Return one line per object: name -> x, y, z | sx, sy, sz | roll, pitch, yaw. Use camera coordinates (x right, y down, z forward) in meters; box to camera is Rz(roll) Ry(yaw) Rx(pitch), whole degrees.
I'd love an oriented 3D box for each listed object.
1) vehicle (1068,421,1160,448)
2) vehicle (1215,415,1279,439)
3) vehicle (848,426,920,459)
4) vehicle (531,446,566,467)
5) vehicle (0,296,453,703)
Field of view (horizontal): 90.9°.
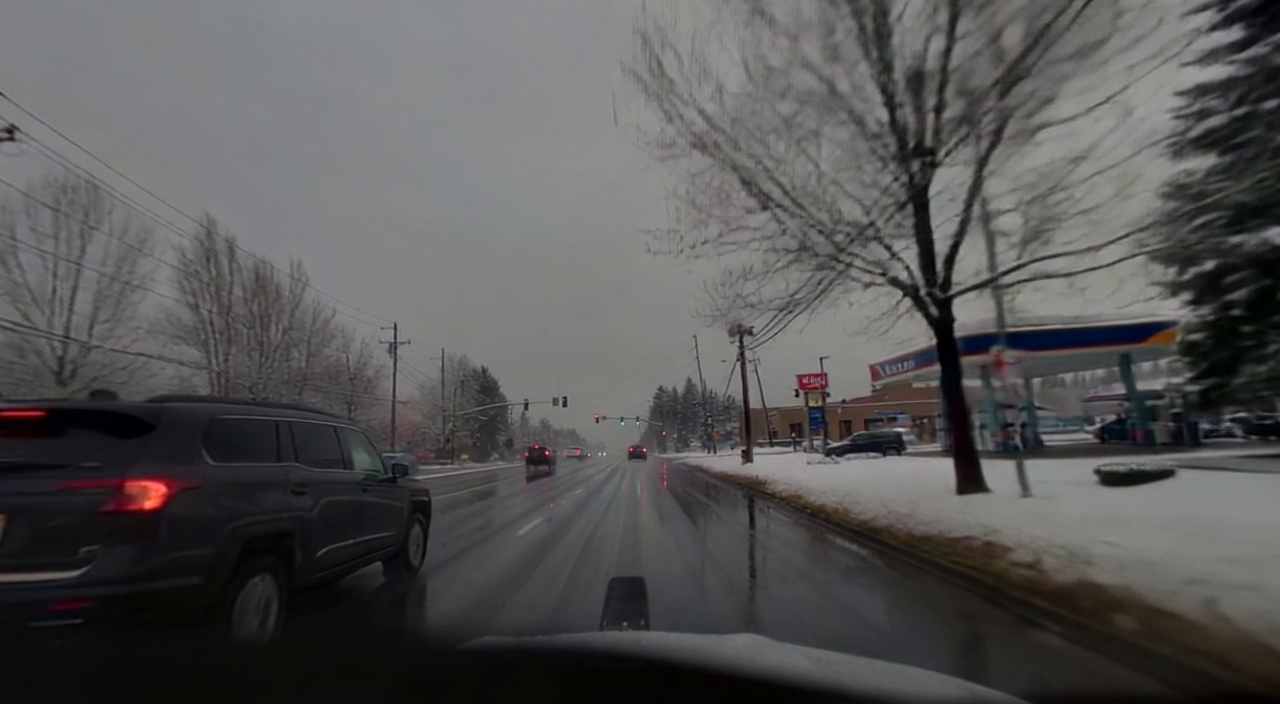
vehicle -> 30.922, 5.425, 41.171 | 4.459, 1.605, 1.883 | -10, -12, 44
vehicle -> 41.634, 5.018, 42.056 | 4.630, 1.529, 1.759 | -8, -10, 42
vehicle -> 15.936, 5.986, 41.632 | 2.178, 1.911, 5.852 | -1, -8, -2
vehicle -> -6.735, 7.701, 46.719 | 1.960, 1.468, 4.345 | 0, -8, 0
vehicle -> -3.150, 1.060, 4.441 | 2.190, 1.844, 4.751 | 0, -8, 0
